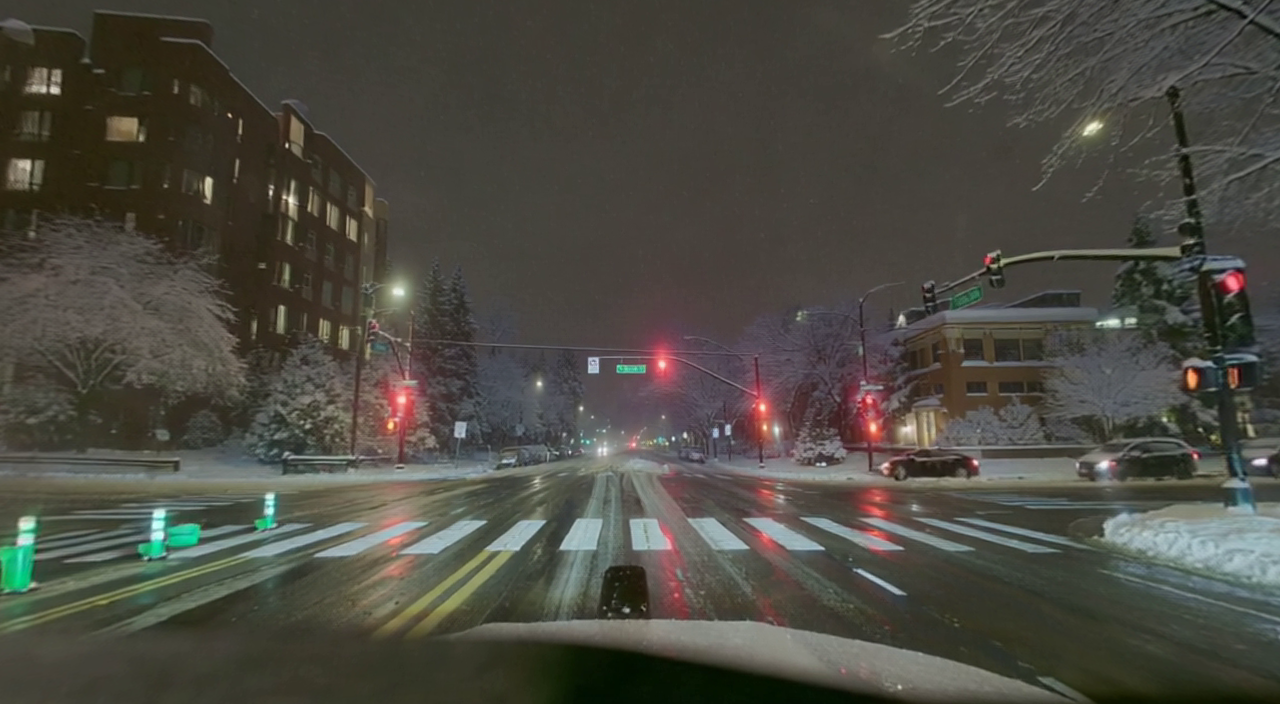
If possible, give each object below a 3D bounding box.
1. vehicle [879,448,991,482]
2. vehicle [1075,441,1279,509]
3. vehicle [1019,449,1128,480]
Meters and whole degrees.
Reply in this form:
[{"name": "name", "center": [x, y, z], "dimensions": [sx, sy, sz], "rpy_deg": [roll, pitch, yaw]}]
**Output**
[{"name": "vehicle", "center": [14.029, 5.382, 30.193], "dimensions": [4.368, 1.522, 1.972], "rpy_deg": [-1, -8, 5]}, {"name": "vehicle", "center": [12.995, 2.793, 14.558], "dimensions": [4.424, 1.436, 1.804], "rpy_deg": [0, -9, 5]}, {"name": "vehicle", "center": [22.371, 5.806, 32.637], "dimensions": [4.239, 1.472, 1.889], "rpy_deg": [0, -8, 0]}]
